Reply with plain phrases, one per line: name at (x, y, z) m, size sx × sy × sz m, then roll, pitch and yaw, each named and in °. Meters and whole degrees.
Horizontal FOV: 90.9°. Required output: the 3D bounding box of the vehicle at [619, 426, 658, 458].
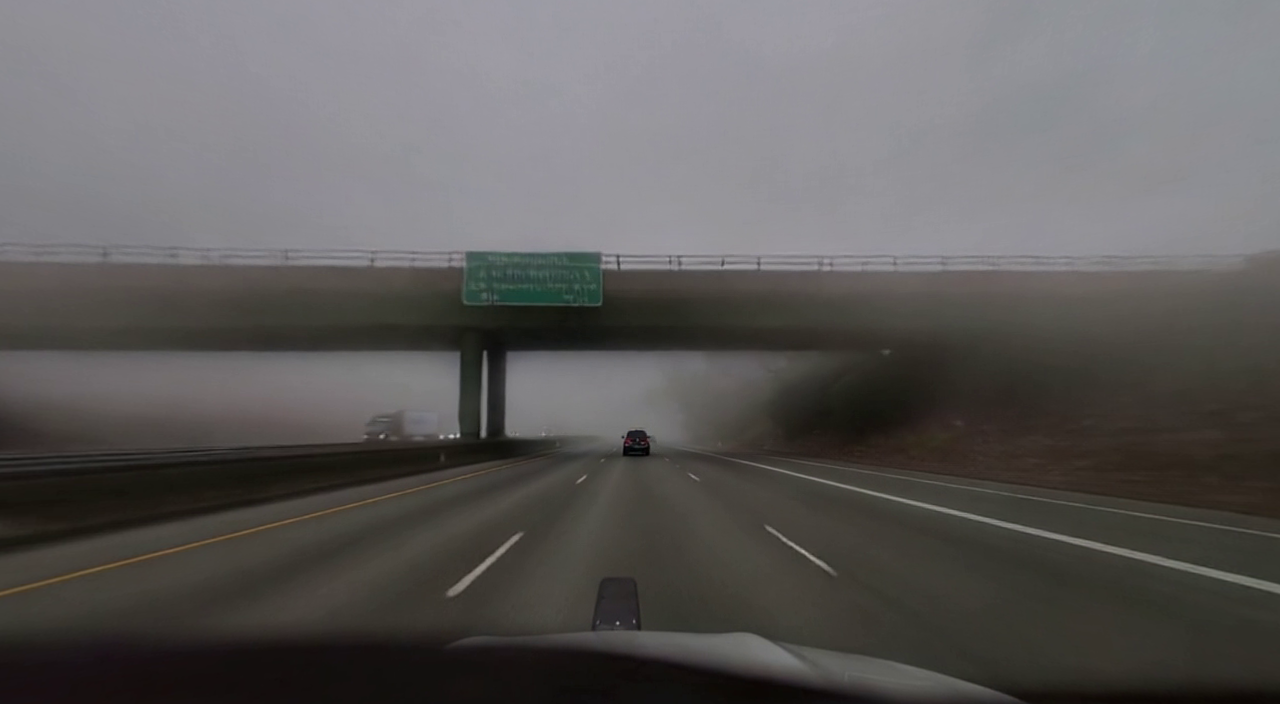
vehicle at (-0.138, 5.630, 39.589) m, size 2.277 × 1.913 × 4.510 m, roll 0°, pitch -8°, yaw -1°
